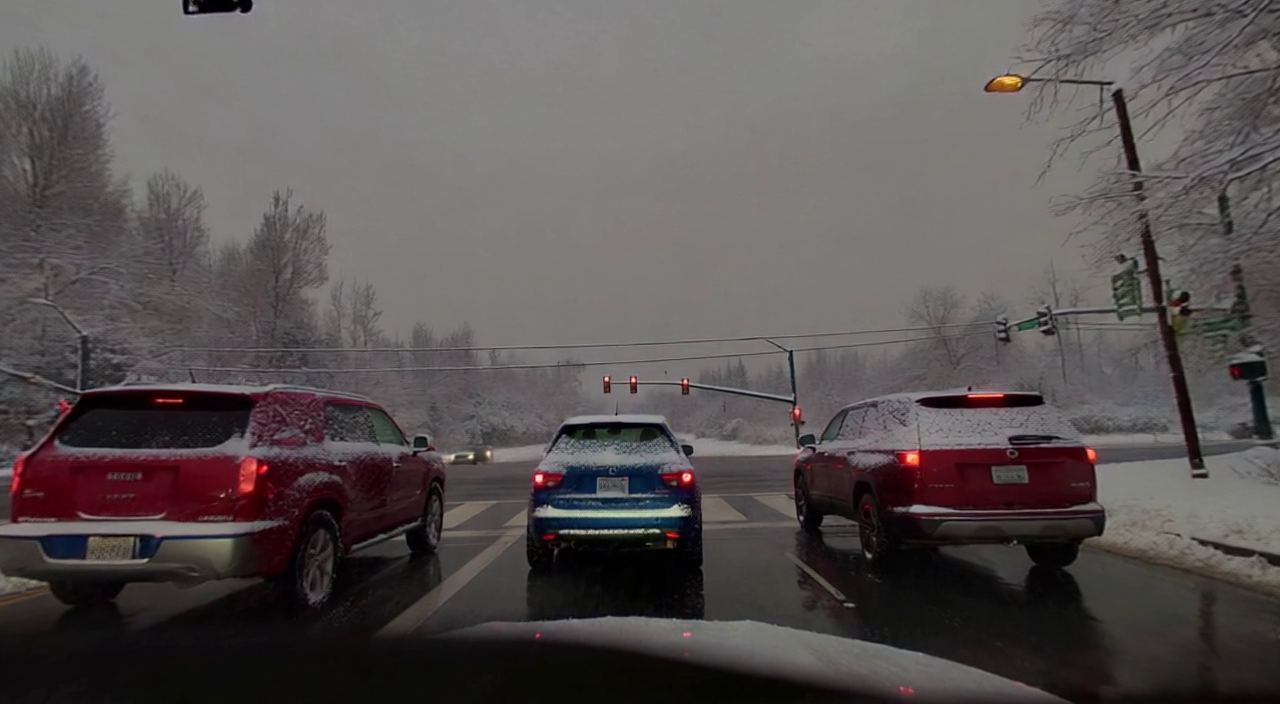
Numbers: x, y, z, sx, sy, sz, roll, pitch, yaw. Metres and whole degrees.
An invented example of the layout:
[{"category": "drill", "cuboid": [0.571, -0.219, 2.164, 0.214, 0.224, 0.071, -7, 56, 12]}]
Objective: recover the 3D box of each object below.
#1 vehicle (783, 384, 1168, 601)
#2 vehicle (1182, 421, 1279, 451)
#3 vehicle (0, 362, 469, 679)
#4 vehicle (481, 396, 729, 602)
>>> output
[{"category": "vehicle", "cuboid": [3.272, 1.484, 7.508, 2.083, 1.779, 4.532, 0, -8, 0]}, {"category": "vehicle", "cuboid": [32.803, 4.652, 34.753, 4.175, 1.634, 1.877, 1, -8, -4]}, {"category": "vehicle", "cuboid": [-3.280, 1.284, 5.899, 2.047, 1.810, 4.414, 0, -8, 1]}, {"category": "vehicle", "cuboid": [-0.239, 1.515, 7.319, 2.067, 1.702, 3.987, 0, -8, 2]}]
